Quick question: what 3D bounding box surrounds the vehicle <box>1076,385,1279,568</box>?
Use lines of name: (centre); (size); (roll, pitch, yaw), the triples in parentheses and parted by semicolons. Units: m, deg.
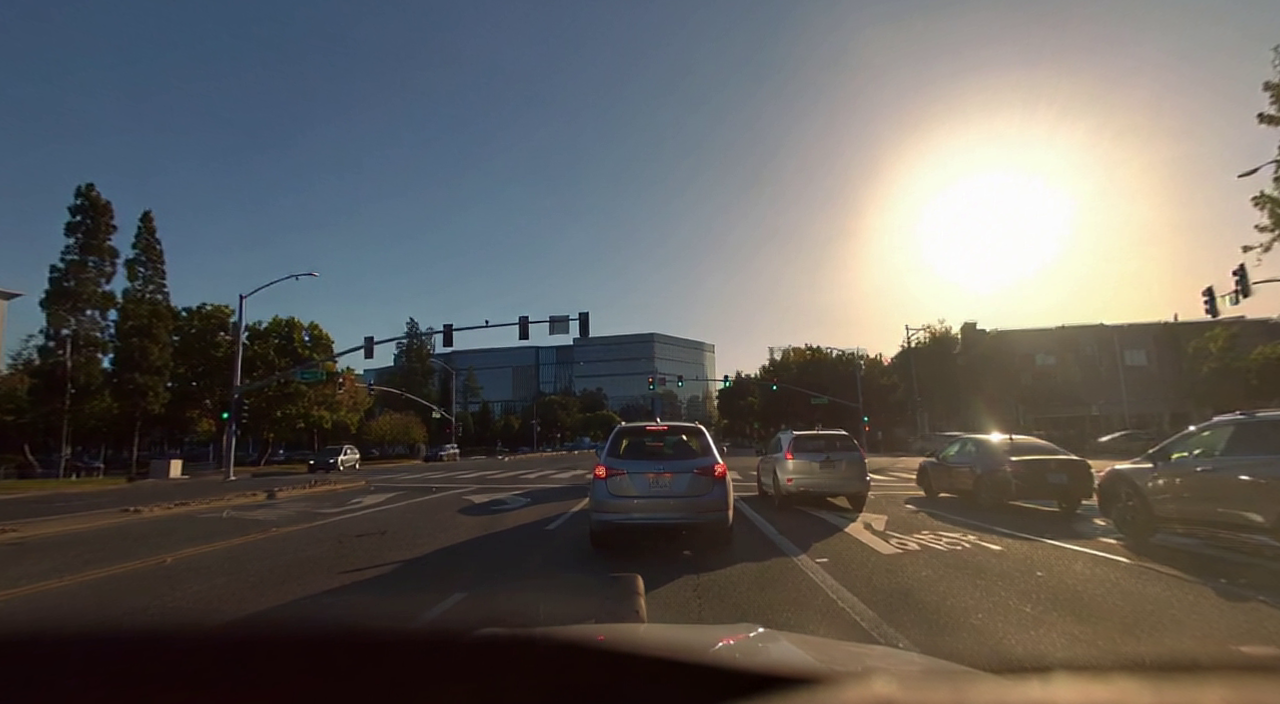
vehicle: (7.373, 1.324, 6.900); (2.074, 1.791, 4.393); (0, -9, 1)

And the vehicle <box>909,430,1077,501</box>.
vehicle: (8.318, 2.707, 15.438); (1.862, 1.471, 4.297); (-1, -9, 4)

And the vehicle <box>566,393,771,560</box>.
vehicle: (0.274, 1.667, 9.021); (2.211, 1.795, 4.179); (0, -9, -1)

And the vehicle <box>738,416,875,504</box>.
vehicle: (3.775, 2.574, 15.351); (2.188, 1.774, 4.646); (-1, -9, 2)
